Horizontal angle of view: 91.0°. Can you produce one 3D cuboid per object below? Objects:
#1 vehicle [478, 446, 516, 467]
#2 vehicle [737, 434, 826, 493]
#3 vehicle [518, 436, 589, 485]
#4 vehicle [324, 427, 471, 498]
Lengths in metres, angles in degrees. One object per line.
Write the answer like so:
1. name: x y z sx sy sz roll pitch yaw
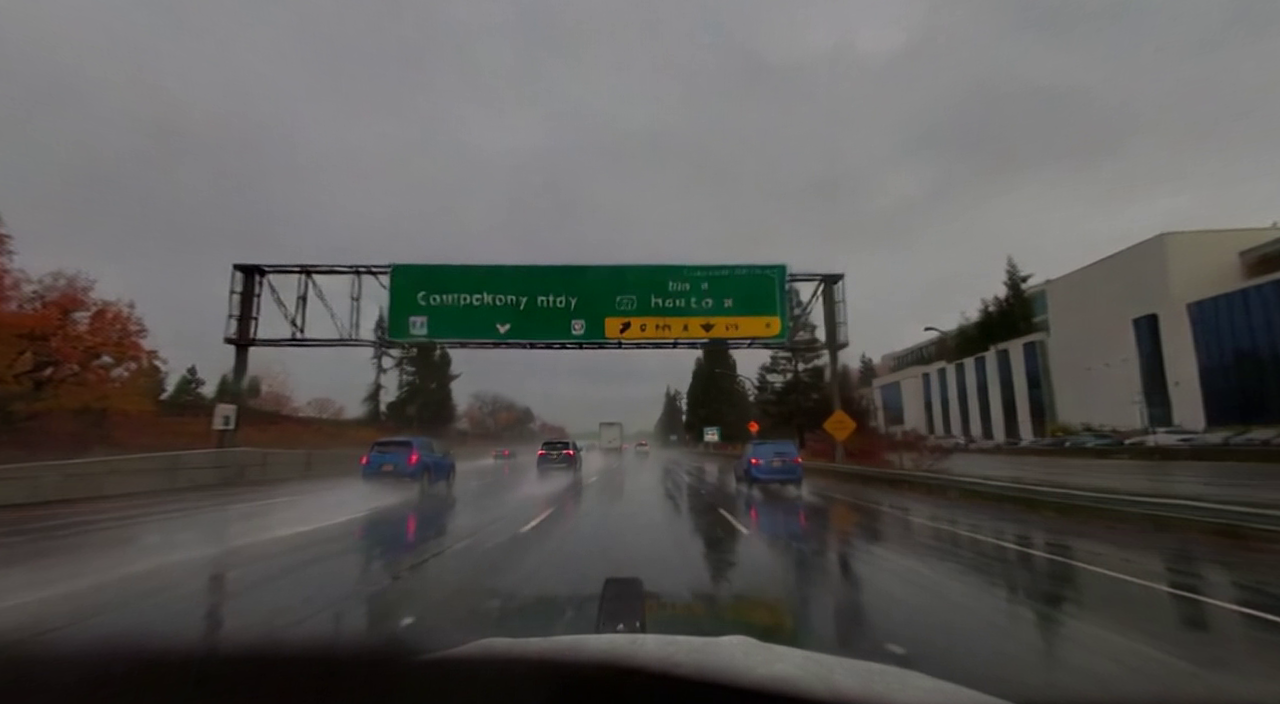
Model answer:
1. vehicle: -10.994 8.016 48.636 1.919 1.509 4.265 0 -9 0
2. vehicle: 4.633 3.698 21.303 2.101 1.742 4.495 0 -9 2
3. vehicle: -3.317 4.250 25.004 2.111 1.742 4.315 0 -9 1
4. vehicle: -7.155 3.337 19.369 2.314 1.842 5.279 0 -9 1
